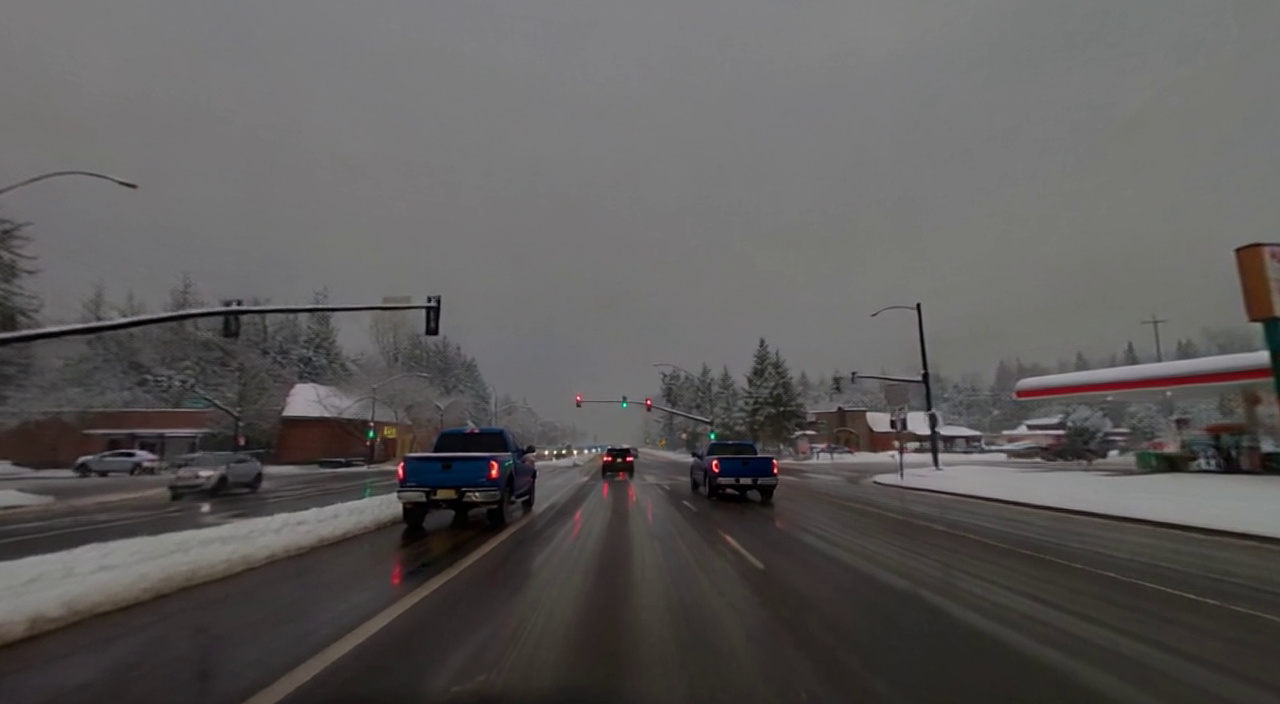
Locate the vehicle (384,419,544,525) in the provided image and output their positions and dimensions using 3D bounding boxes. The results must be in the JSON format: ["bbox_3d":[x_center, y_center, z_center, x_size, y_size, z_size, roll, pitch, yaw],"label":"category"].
[{"bbox_3d":[-3.636,2.603,14.371,2.195,1.905,5.634,0,-9,-2],"label":"vehicle"}]

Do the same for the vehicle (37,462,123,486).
[{"bbox_3d":[-37.969,8.248,42.918,3.849,1.510,1.865,1,-9,-10],"label":"vehicle"}]

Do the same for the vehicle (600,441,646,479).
[{"bbox_3d":[-0.847,5.002,29.460,2.029,1.605,3.827,0,-9,-3],"label":"vehicle"}]

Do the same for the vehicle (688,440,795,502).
[{"bbox_3d":[2.666,3.264,17.827,2.061,1.487,4.462,0,-9,-3],"label":"vehicle"}]

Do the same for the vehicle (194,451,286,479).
[{"bbox_3d":[-29.744,8.412,47.072,5.204,1.963,2.395,0,-9,2],"label":"vehicle"}]
